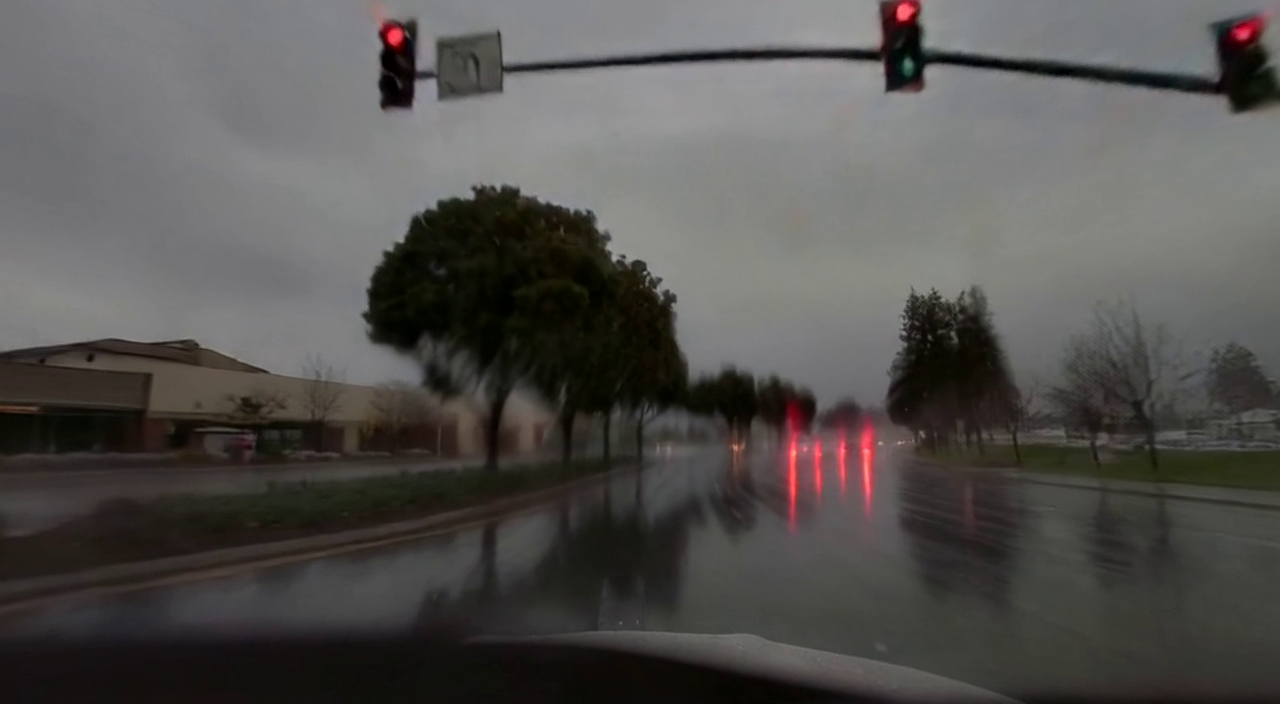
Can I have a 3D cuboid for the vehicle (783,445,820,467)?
[{"bbox_3d":[11.191,7.198,43.998,1.988,1.460,3.996,-2,-9,8],"label":"vehicle"}]
